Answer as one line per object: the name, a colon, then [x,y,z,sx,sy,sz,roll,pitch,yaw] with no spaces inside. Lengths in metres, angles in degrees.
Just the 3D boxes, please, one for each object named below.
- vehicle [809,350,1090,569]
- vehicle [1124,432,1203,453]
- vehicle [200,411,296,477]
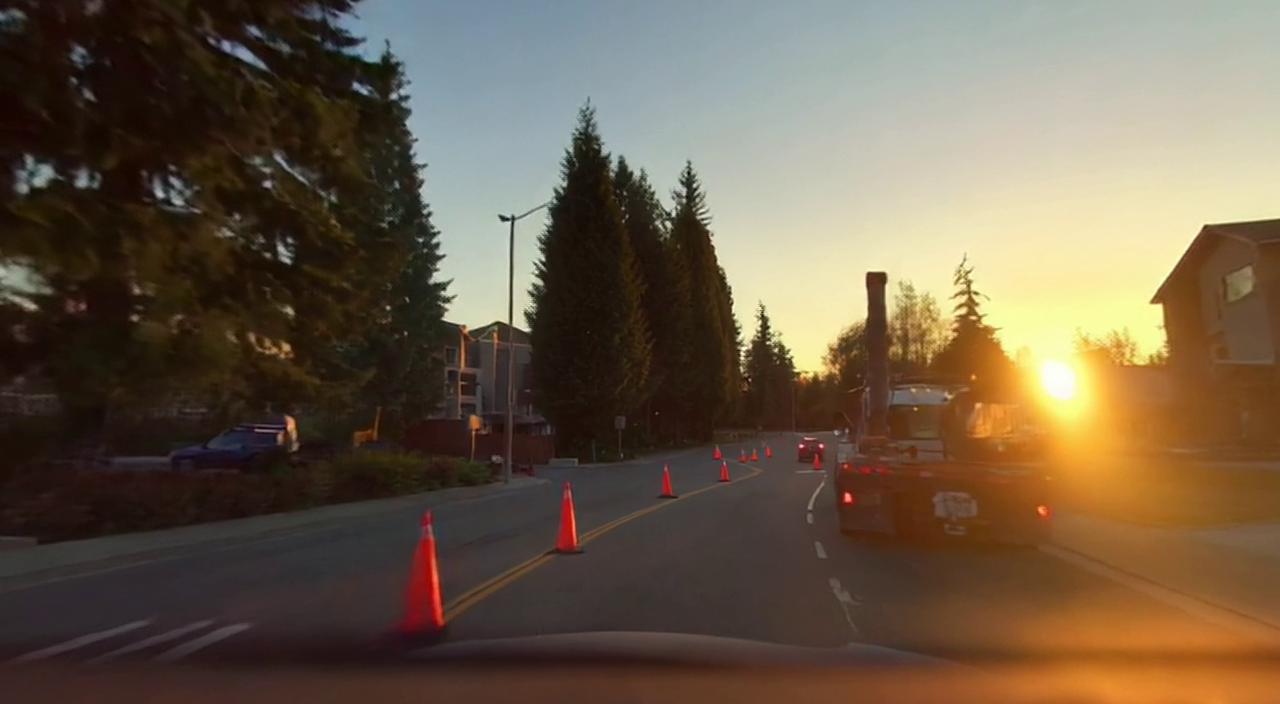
vehicle: [4.708,1.705,11.255,3.098,2.601,6.758,-3,-7,15]
vehicle: [39.304,6.837,47.530,1.714,1.472,4.117,4,-9,-22]
vehicle: [-15.489,3.660,25.107,2.665,2.465,1.532,4,-8,-14]
